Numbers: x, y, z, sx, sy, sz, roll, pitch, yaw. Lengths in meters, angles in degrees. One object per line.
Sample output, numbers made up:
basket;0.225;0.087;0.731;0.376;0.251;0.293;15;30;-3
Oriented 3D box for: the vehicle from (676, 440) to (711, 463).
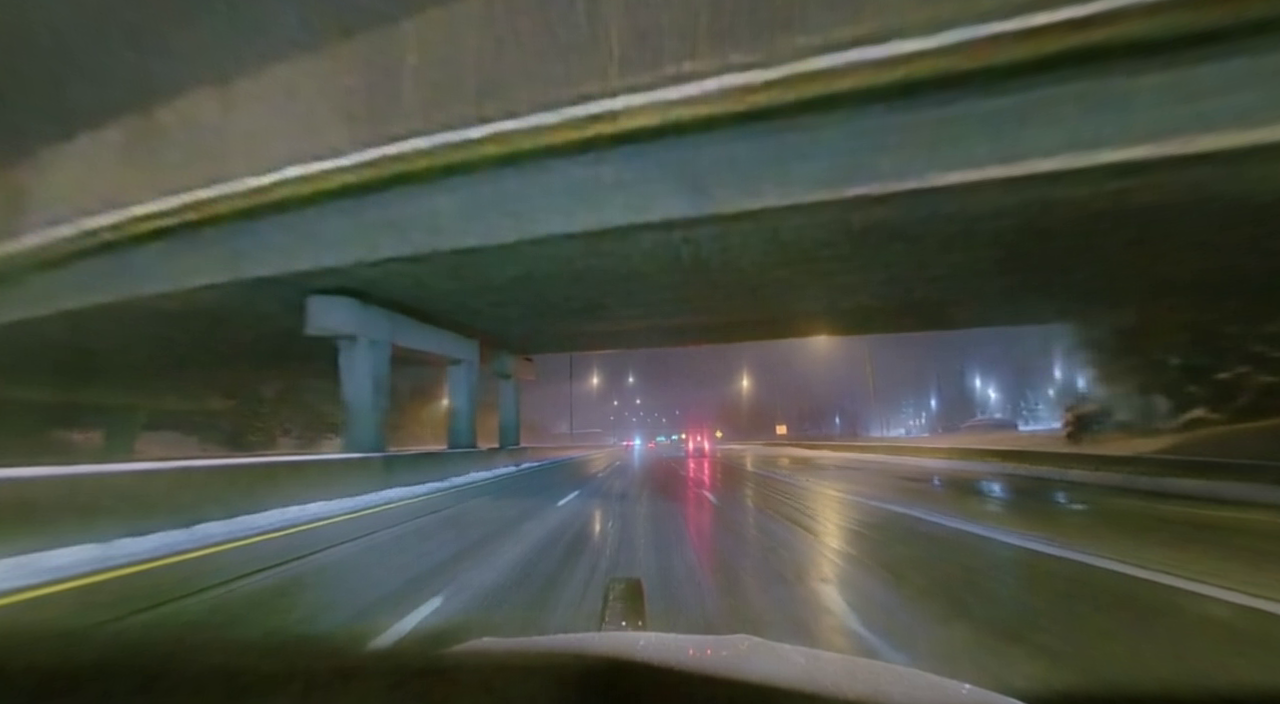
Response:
vehicle;3.641;6.889;43.677;1.949;1.515;4.374;0;-8;-1
